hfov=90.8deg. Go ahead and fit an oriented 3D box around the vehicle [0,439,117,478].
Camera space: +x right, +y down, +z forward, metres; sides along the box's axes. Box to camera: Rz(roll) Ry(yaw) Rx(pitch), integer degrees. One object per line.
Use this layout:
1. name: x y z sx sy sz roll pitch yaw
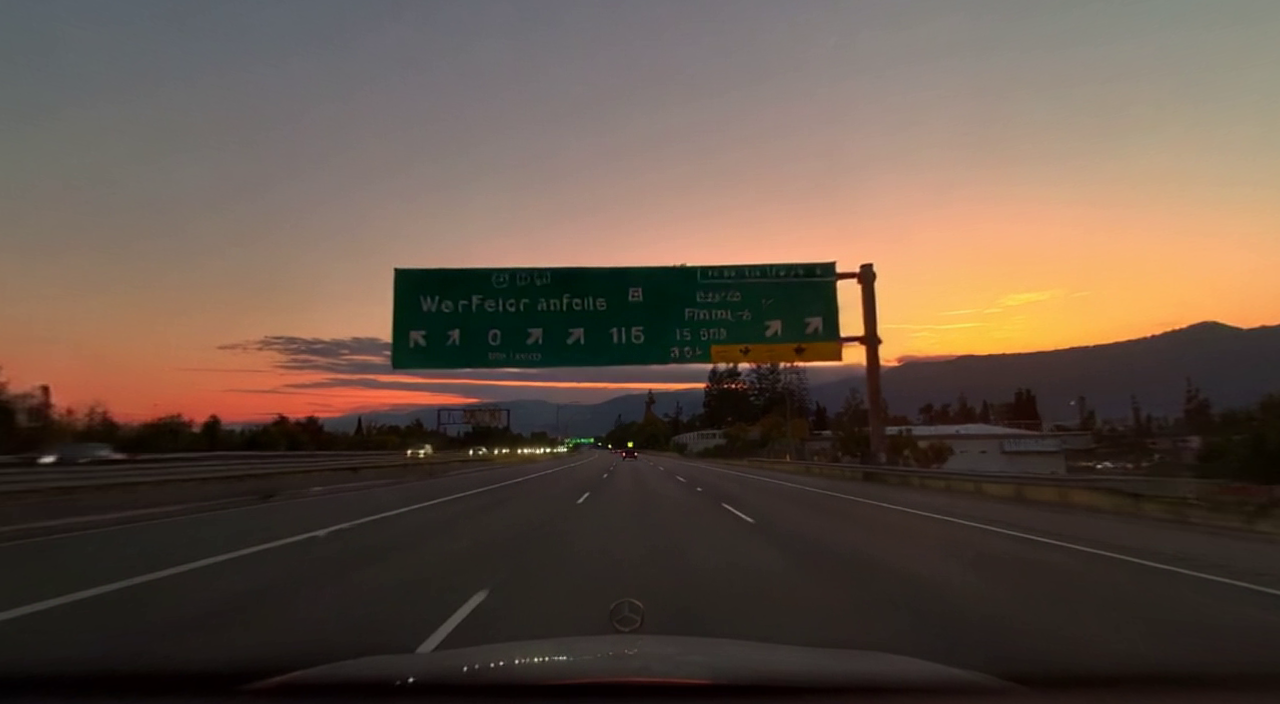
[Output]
1. vehicle: -24.607 4.389 26.237 1.834 1.458 4.546 0 -9 0
